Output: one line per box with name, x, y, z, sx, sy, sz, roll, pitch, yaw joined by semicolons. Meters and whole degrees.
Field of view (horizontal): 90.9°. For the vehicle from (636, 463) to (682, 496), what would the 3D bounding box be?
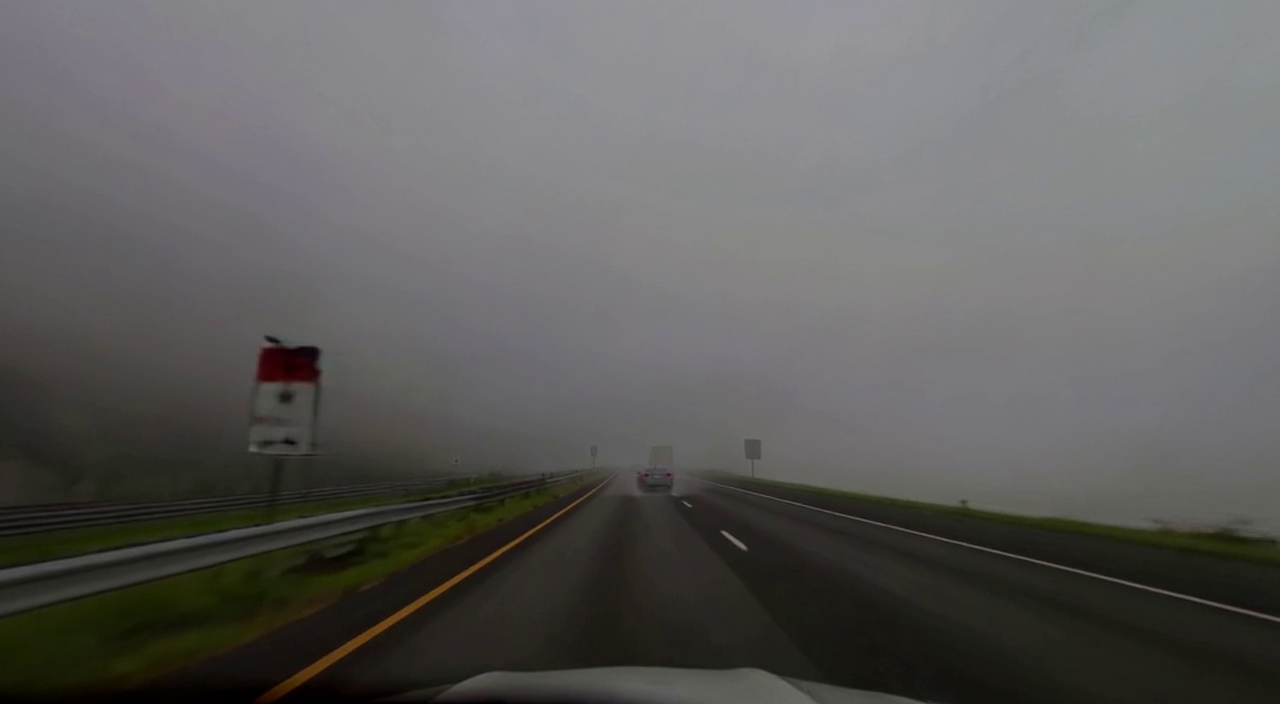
vehicle;0.858;6.163;30.589;1.976;1.467;3.783;1;-11;-2
